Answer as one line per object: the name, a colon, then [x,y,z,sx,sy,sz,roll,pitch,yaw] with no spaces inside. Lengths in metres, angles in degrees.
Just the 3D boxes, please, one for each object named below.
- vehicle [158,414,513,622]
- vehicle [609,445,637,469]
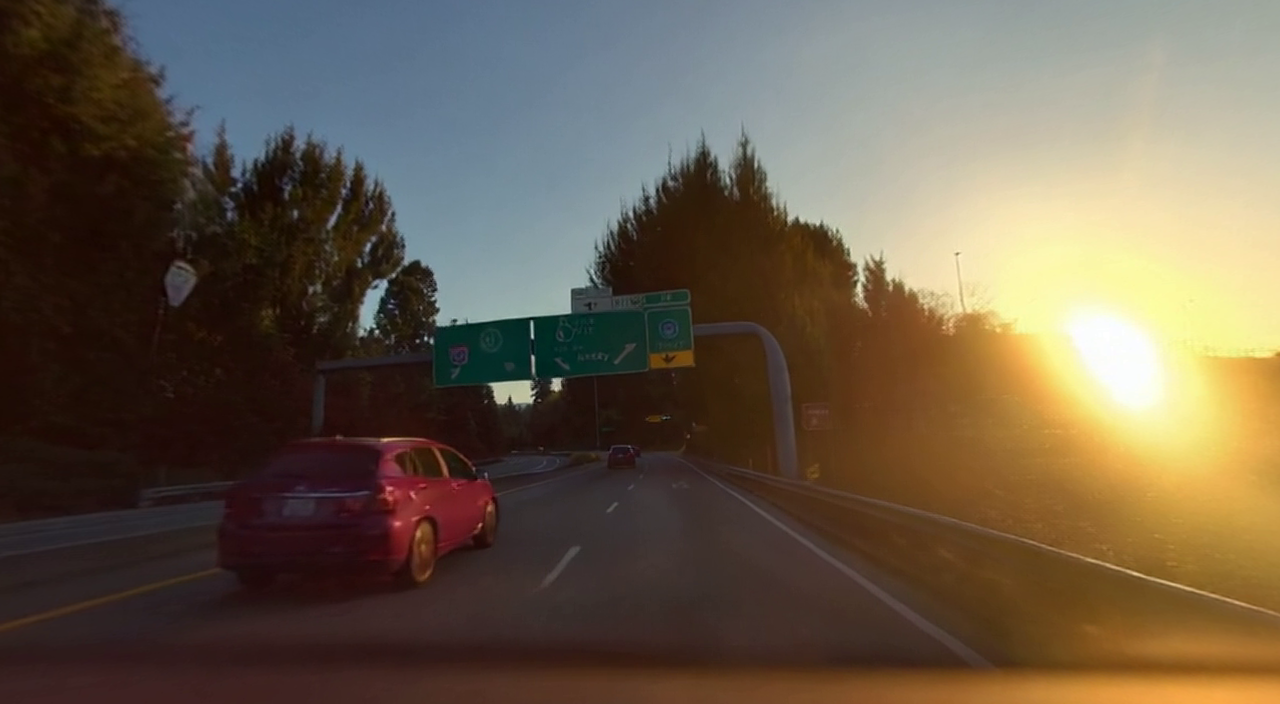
vehicle: [-2.695,1.545,6.646,1.846,1.566,3.525,-1,-9,2]
vehicle: [-1.139,7.128,42.786,1.675,1.537,3.574,-1,-9,2]
